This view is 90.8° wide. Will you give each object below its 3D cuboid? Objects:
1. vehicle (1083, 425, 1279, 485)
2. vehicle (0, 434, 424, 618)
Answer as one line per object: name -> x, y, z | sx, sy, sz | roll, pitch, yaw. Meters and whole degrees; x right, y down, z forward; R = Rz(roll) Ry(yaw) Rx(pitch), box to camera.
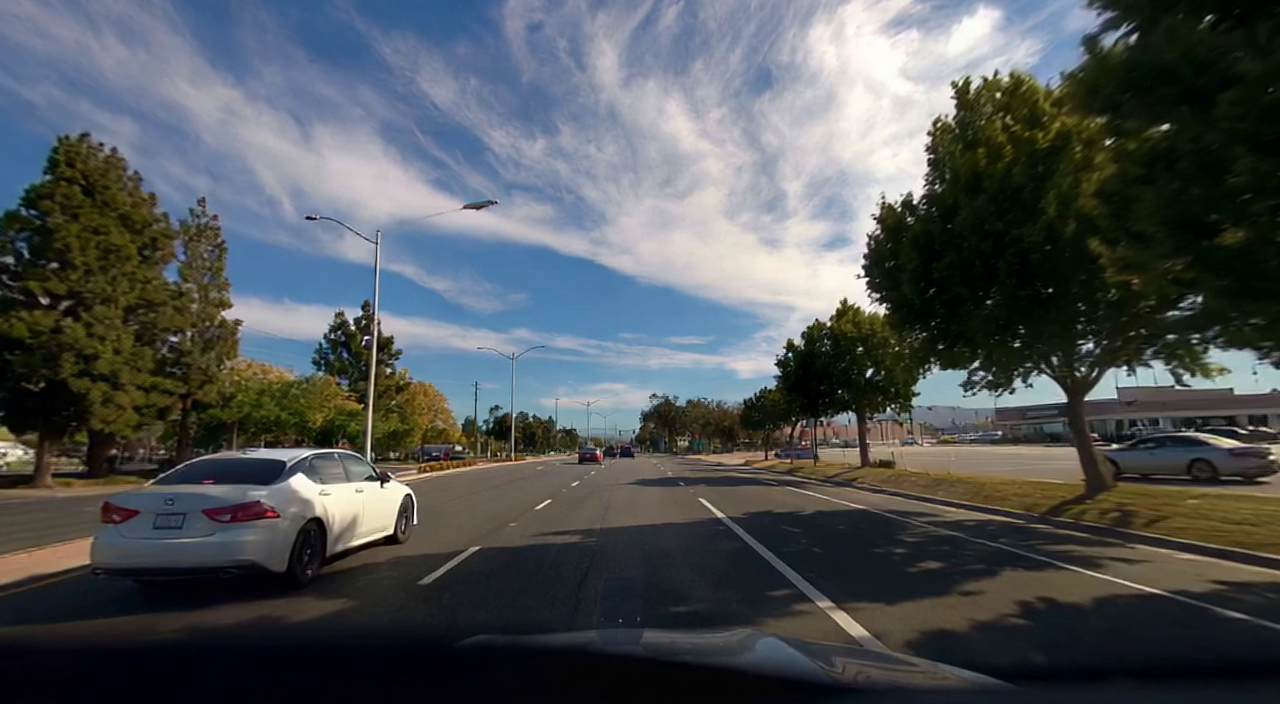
vehicle -> 16.461, 3.094, 19.051 | 4.503, 1.668, 2.185 | 0, -9, -1
vehicle -> -4.284, 1.738, 7.377 | 2.003, 1.454, 4.484 | 0, -9, -1
